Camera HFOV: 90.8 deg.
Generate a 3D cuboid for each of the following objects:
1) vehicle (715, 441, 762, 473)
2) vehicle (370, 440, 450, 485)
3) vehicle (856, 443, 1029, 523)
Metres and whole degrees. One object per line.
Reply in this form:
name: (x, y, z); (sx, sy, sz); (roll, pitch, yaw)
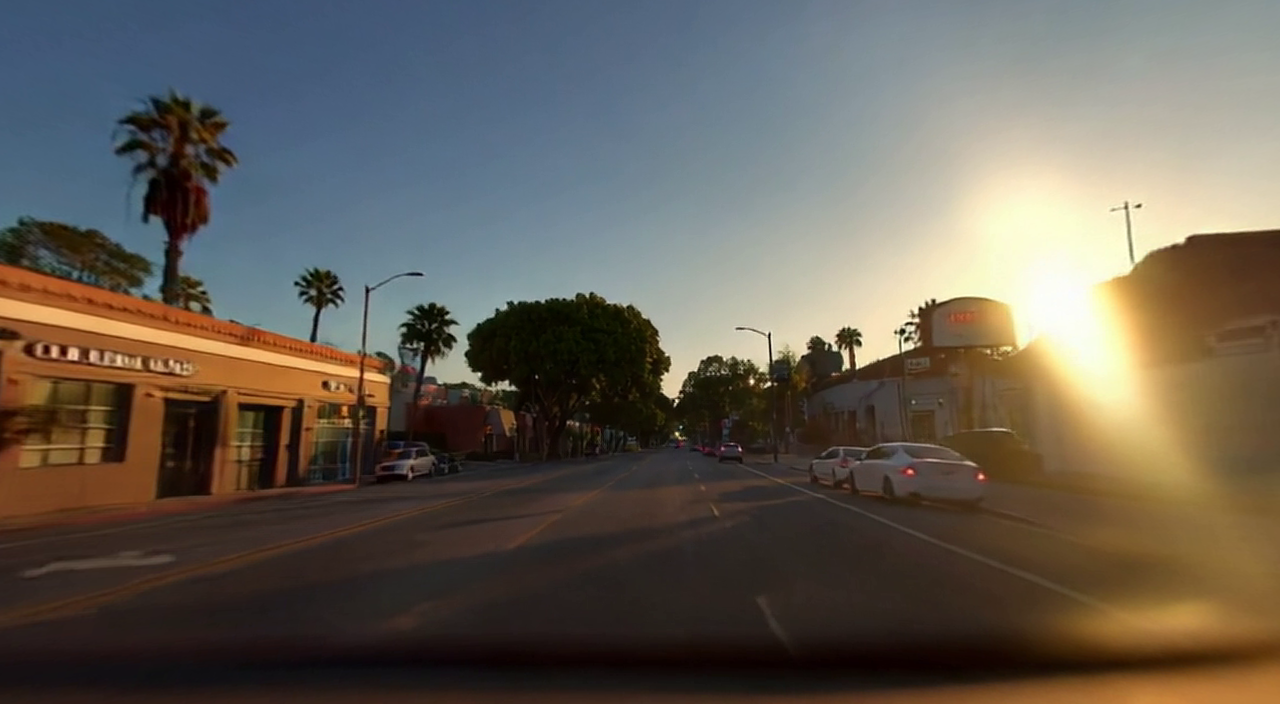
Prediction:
vehicle: (4.932, 5.309, 32.210); (2.067, 1.477, 4.653); (-1, -8, 6)
vehicle: (-11.441, 5.487, 31.915); (1.949, 2.026, 5.141); (1, -8, 2)
vehicle: (6.587, 2.847, 14.392); (1.834, 1.504, 4.331); (0, -8, 1)
